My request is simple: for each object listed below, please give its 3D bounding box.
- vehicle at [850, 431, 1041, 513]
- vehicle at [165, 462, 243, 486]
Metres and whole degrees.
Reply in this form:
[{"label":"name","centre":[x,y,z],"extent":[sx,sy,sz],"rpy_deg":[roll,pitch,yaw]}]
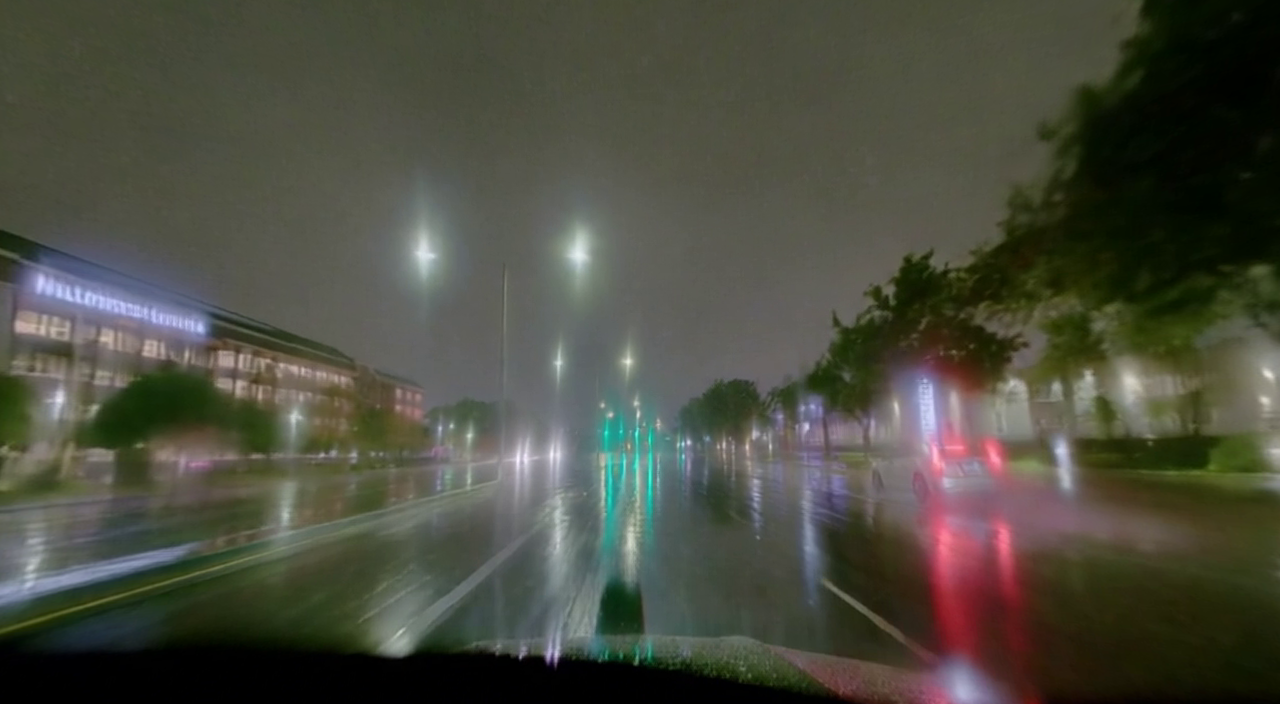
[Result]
[{"label":"vehicle","centre":[6.527,2.602,14.260],"extent":[1.913,1.504,4.738],"rpy_deg":[0,-8,0]},{"label":"vehicle","centre":[-32.752,9.124,47.534],"extent":[1.990,1.595,4.310],"rpy_deg":[-8,-11,40]}]
